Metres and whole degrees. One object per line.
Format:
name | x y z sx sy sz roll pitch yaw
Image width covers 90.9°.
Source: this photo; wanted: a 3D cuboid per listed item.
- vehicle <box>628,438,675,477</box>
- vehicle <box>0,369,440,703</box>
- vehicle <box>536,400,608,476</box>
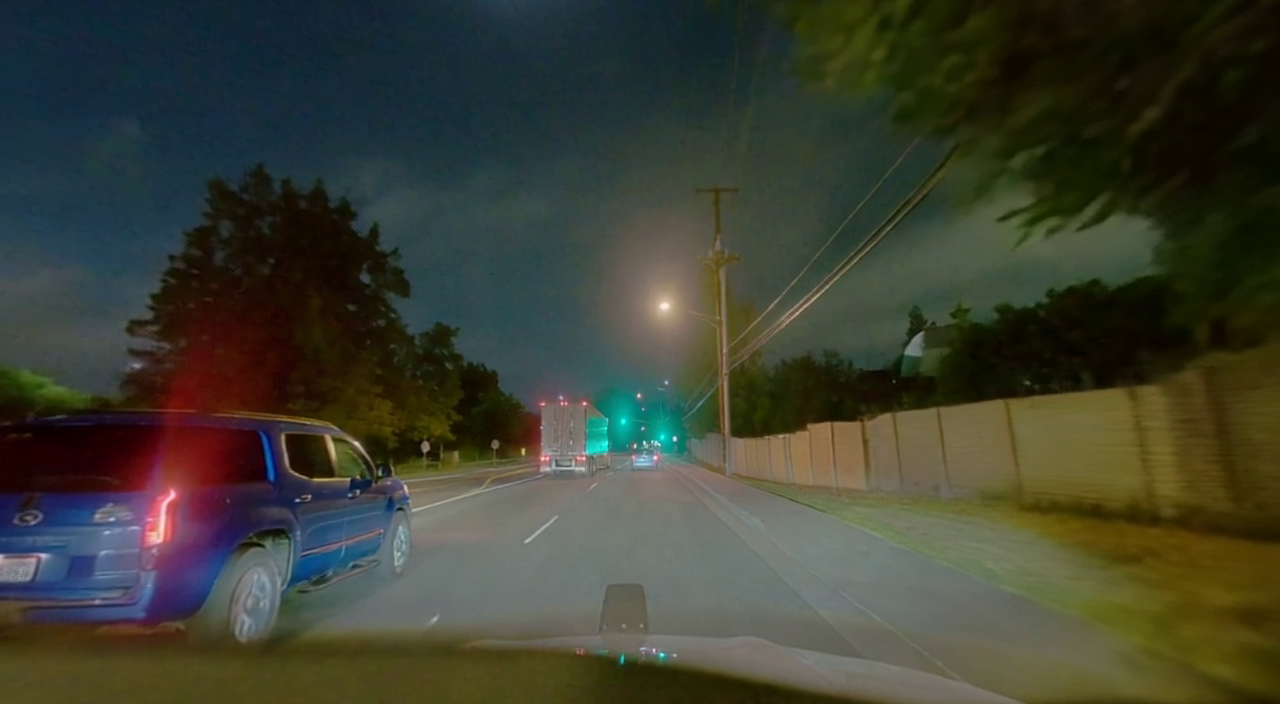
vehicle | 0.548 5.156 30.971 2.174 1.749 4.113 0 -9 1
vehicle | -3.632 1.341 5.663 2.093 1.832 4.508 0 -9 1
vehicle | -3.526 4.869 35.203 2.928 3.658 8.980 0 -9 0
